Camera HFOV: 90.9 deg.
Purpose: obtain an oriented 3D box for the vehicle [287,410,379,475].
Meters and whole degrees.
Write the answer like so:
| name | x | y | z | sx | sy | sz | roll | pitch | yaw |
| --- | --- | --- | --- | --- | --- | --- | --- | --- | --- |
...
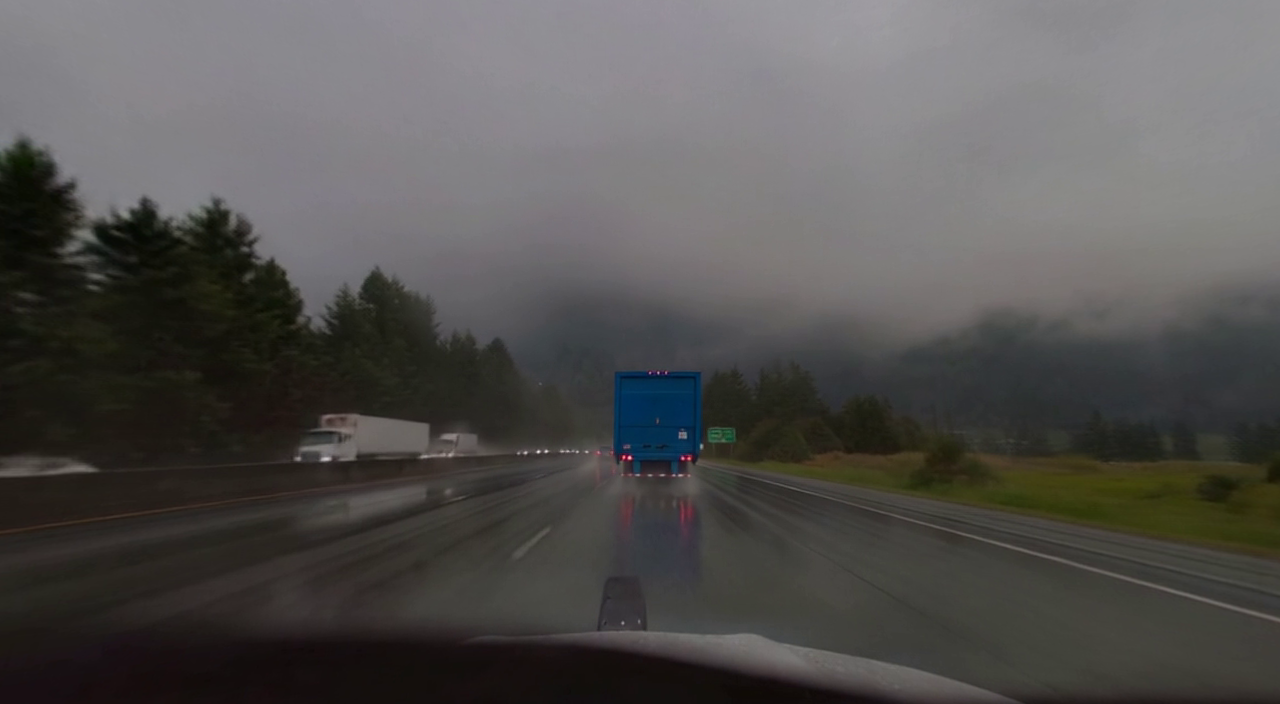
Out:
| name | x | y | z | sx | sy | sz | roll | pitch | yaw |
| --- | --- | --- | --- | --- | --- | --- | --- | --- | --- |
| vehicle | -20.009 | 5.991 | 41.555 | 2.939 | 3.903 | 5.958 | 0 | -9 | 0 |

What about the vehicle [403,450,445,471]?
| name | x | y | z | sx | sy | sz | roll | pitch | yaw |
| --- | --- | --- | --- | --- | --- | --- | --- | --- | --- |
| vehicle | -15.872 | 7.974 | 46.536 | 1.774 | 1.419 | 3.615 | 0 | -9 | 1 |

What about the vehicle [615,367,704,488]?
| name | x | y | z | sx | sy | sz | roll | pitch | yaw |
| --- | --- | --- | --- | --- | --- | --- | --- | --- | --- |
| vehicle | 0.603 | 3.224 | 25.832 | 2.898 | 3.973 | 10.063 | 0 | -9 | 0 |
